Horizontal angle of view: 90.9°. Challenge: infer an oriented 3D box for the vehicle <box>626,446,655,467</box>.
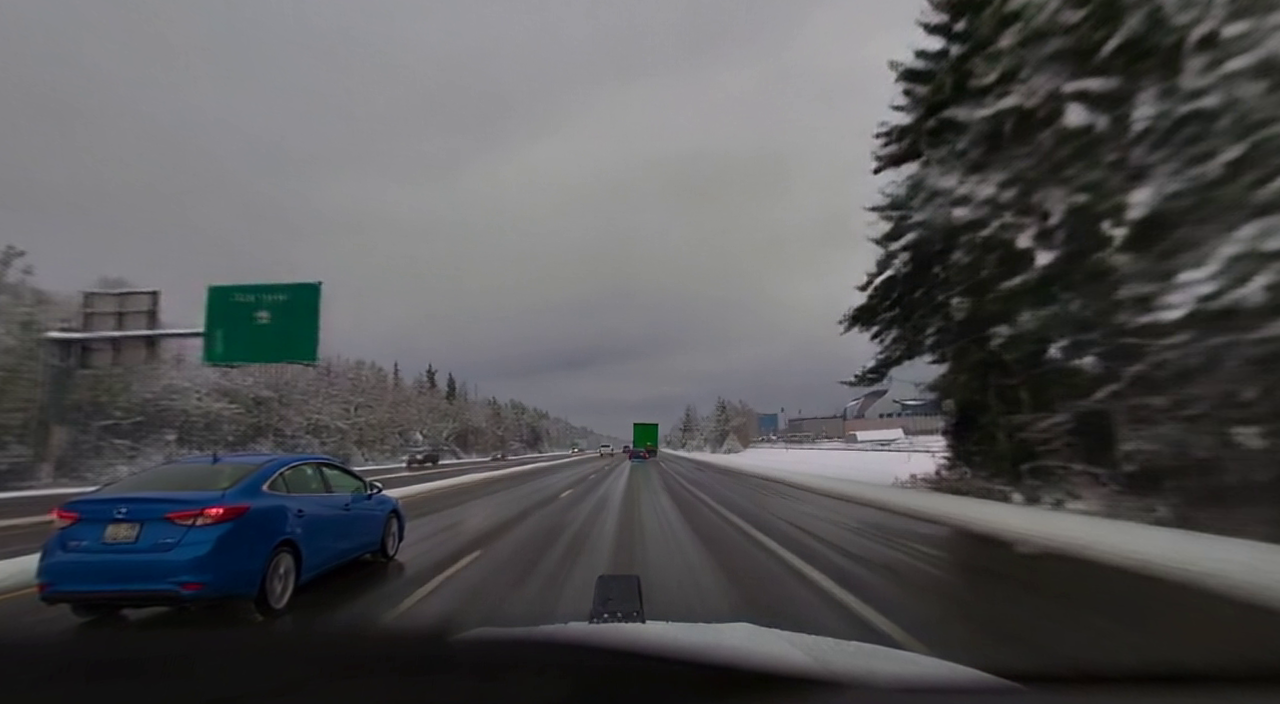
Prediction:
[{"bbox_3d":[0.017,7.965,48.124,2.094,1.559,3.945,0,-9,0],"label":"vehicle"}]
